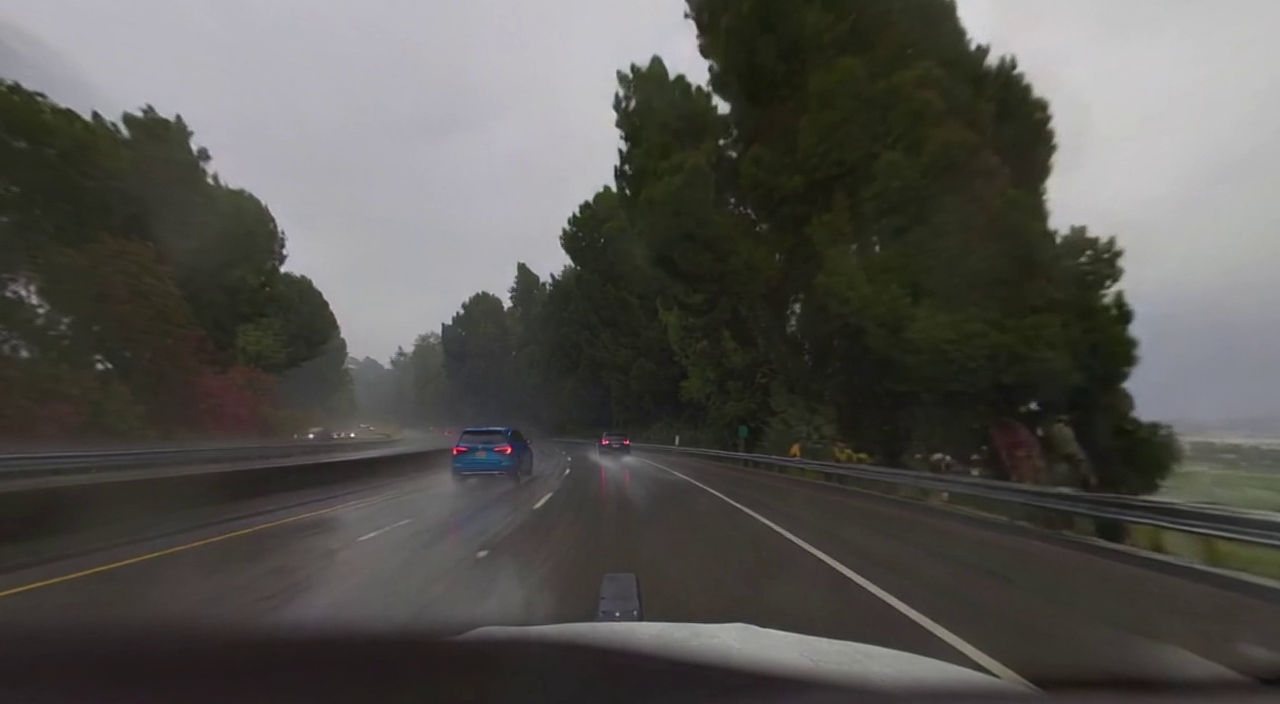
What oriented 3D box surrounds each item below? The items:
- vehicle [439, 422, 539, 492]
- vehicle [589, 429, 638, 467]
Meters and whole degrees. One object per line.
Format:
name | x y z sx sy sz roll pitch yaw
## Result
vehicle | -4.423 3.140 19.325 2.053 1.847 4.760 0 -8 -2
vehicle | -1.463 5.023 33.319 2.452 1.857 4.022 1 -8 -5
